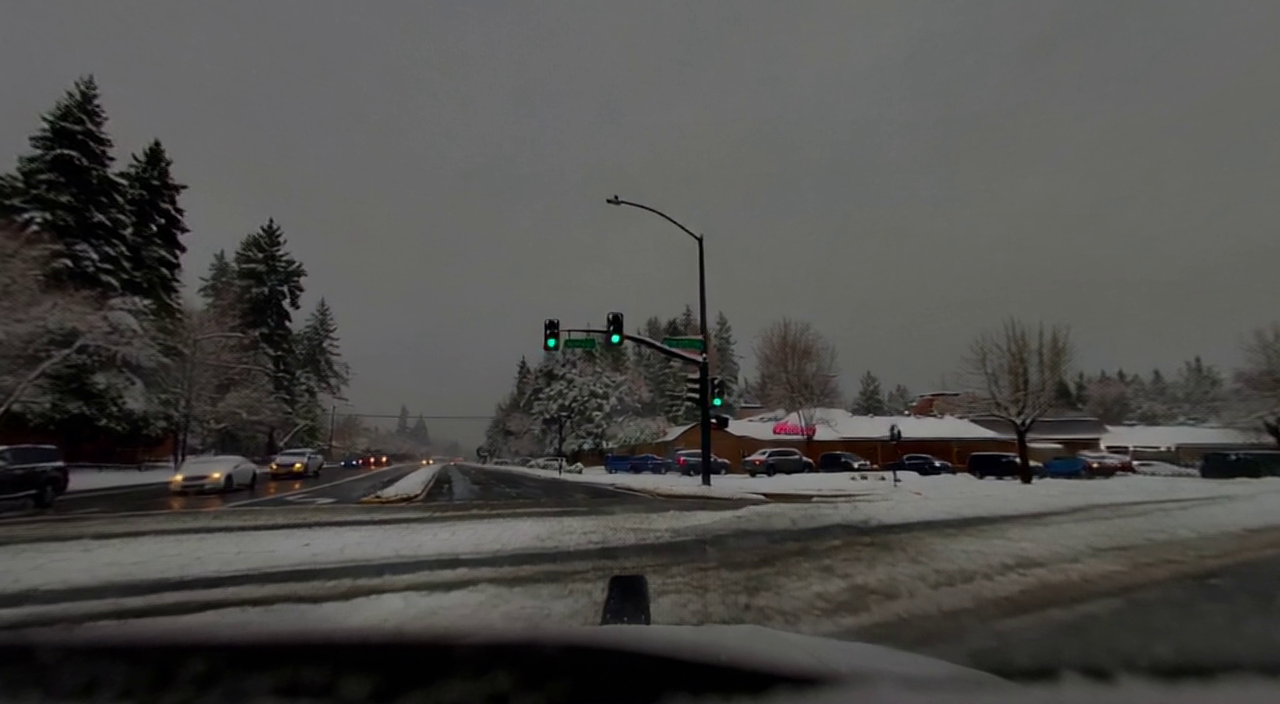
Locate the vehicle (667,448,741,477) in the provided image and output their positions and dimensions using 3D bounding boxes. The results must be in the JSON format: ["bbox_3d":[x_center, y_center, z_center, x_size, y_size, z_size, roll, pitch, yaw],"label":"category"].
[{"bbox_3d":[4.245,7.247,41.458,4.669,1.770,1.896,6,-10,-35],"label":"vehicle"}]

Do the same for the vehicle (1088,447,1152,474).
[{"bbox_3d":[35.162,7.891,46.124,4.689,1.888,2.114,5,-10,-33],"label":"vehicle"}]

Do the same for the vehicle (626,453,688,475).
[{"bbox_3d":[1.244,8.207,46.175,4.257,1.474,1.751,4,-9,-25],"label":"vehicle"}]

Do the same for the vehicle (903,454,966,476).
[{"bbox_3d":[20.402,7.793,43.640,4.324,1.437,1.865,6,-10,-33],"label":"vehicle"}]

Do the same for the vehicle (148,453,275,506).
[{"bbox_3d":[-14.274,4.221,21.364,1.961,1.492,4.702,2,-9,-14],"label":"vehicle"}]

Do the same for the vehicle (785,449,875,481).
[{"bbox_3d":[10.639,6.299,35.297,4.375,1.685,2.045,3,-9,-18],"label":"vehicle"}]

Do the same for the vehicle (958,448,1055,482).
[{"bbox_3d":[19.779,6.052,34.040,4.530,1.696,1.979,3,-9,-19],"label":"vehicle"}]

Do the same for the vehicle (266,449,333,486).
[{"bbox_3d":[-18.303,6.173,34.151,2.049,1.817,5.292,2,-9,-16],"label":"vehicle"}]
